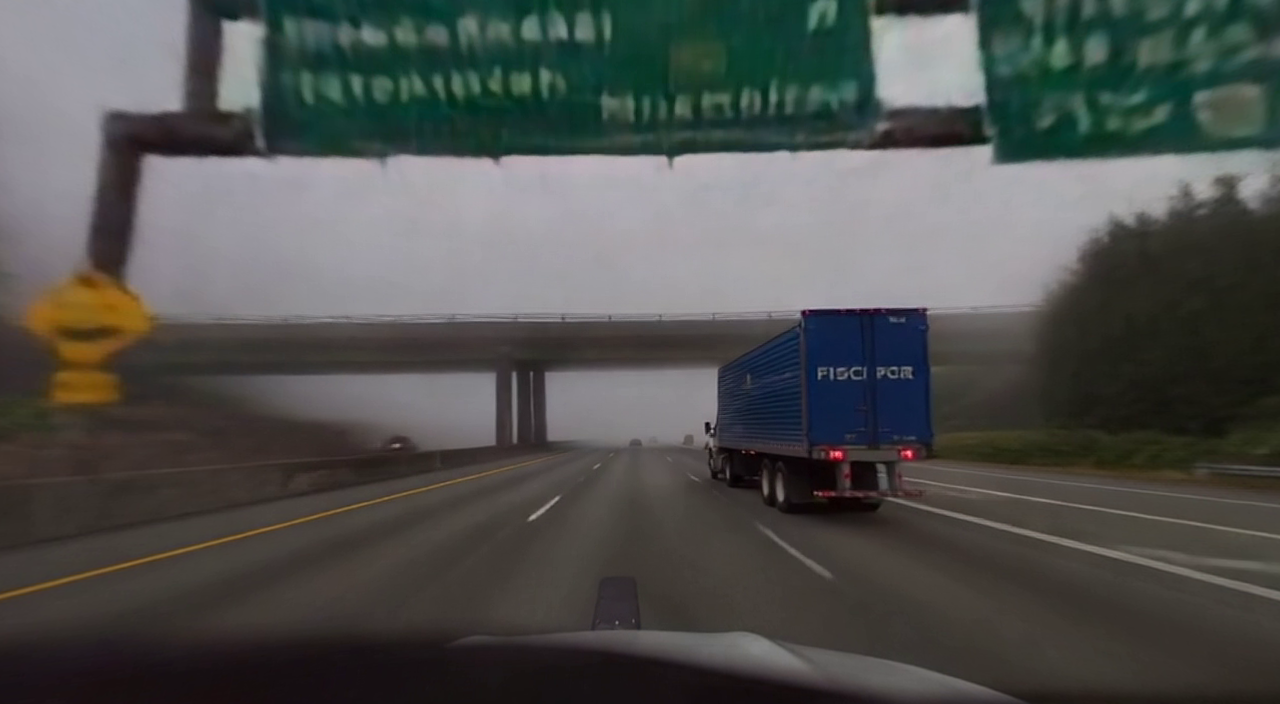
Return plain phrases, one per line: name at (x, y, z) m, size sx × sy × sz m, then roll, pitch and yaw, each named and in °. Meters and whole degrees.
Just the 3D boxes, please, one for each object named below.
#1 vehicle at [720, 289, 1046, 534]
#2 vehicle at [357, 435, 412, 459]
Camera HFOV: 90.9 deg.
vehicle at (4.018, 1.514, 14.220) m, size 2.849 × 3.391 × 11.018 m, roll 0°, pitch -8°, yaw -1°
vehicle at (-16.532, 6.165, 40.950) m, size 1.870 × 1.472 × 4.021 m, roll 0°, pitch -8°, yaw 0°
